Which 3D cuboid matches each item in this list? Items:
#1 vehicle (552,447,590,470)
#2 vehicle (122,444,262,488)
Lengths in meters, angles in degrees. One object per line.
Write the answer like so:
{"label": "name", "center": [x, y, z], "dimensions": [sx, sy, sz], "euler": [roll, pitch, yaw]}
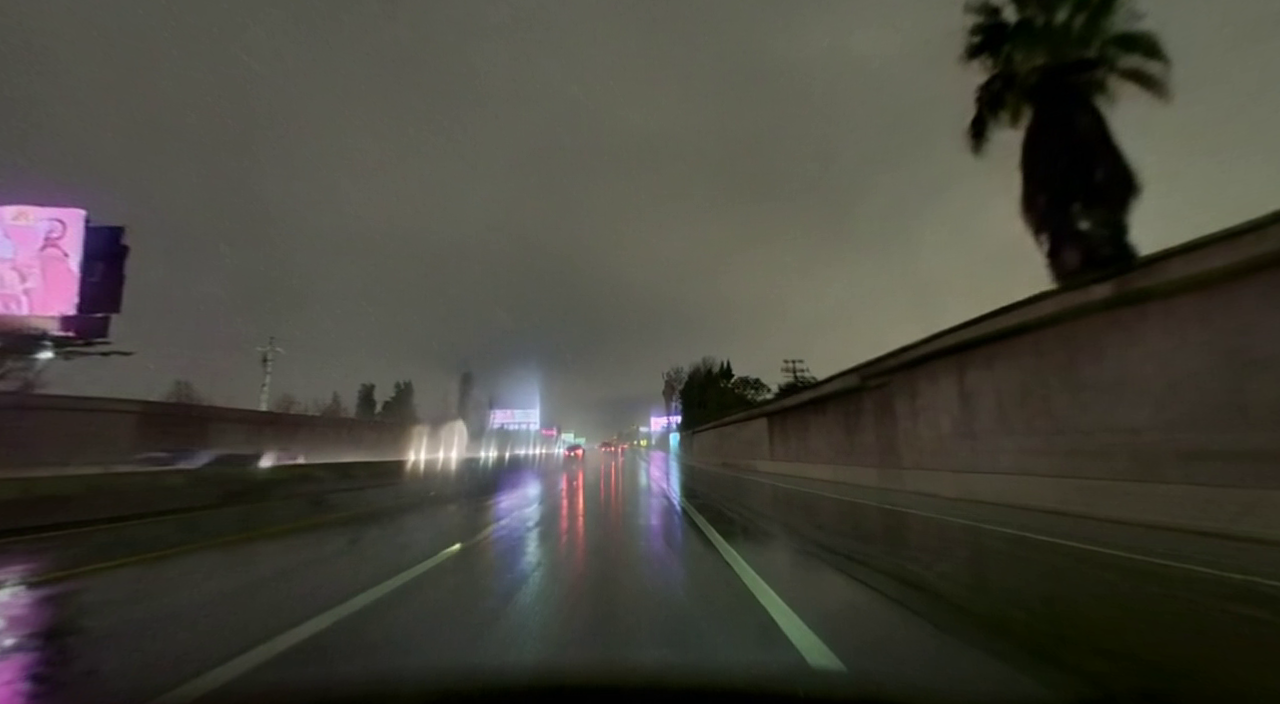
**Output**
{"label": "vehicle", "center": [-4.617, 7.179, 42.923], "dimensions": [2.078, 1.457, 4.648], "euler": [0, -8, 0]}
{"label": "vehicle", "center": [-18.552, 4.689, 26.539], "dimensions": [2.273, 1.652, 4.927], "euler": [0, -8, 0]}
